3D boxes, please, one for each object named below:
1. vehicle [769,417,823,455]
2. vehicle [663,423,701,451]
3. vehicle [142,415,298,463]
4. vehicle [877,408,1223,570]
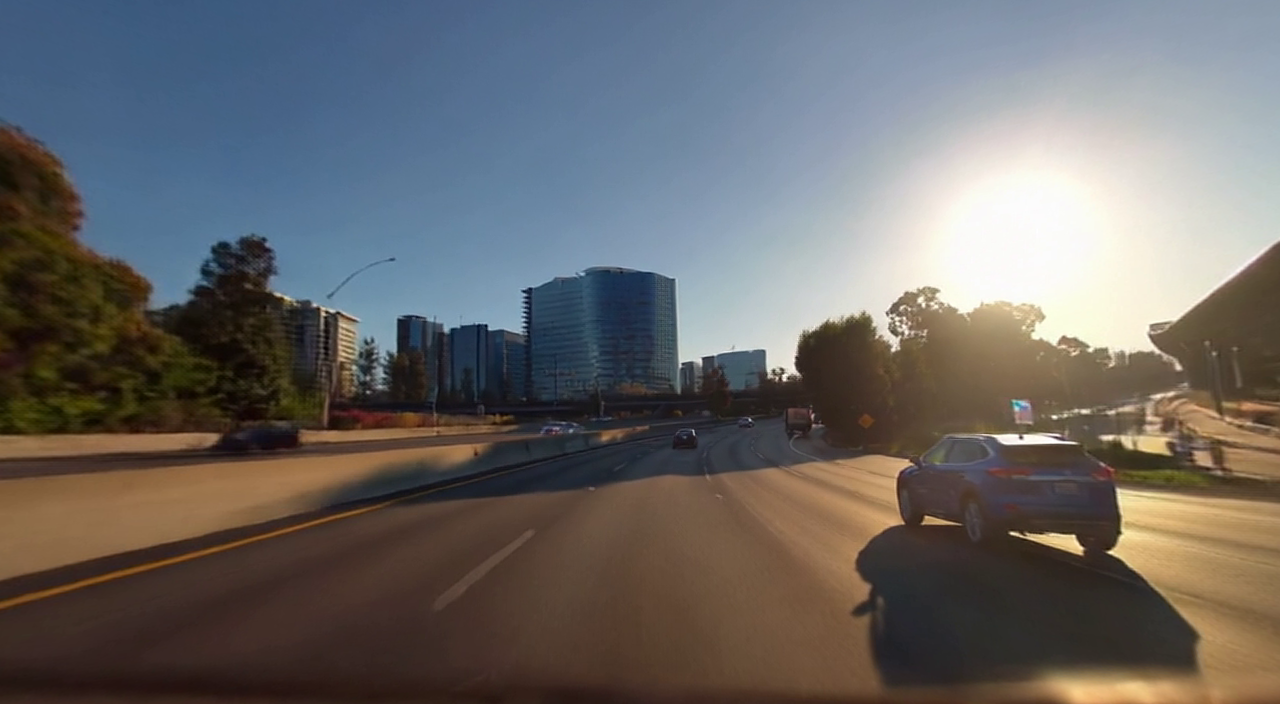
[{"bbox_3d":[9.725,5.372,40.028,2.526,2.230,6.190,-1,-8,7],"label":"vehicle"},{"bbox_3d":[2.879,5.790,42.661,2.181,1.768,4.383,-1,-9,9],"label":"vehicle"},{"bbox_3d":[-14.640,3.105,22.458,1.967,1.496,4.871,0,-8,4],"label":"vehicle"},{"bbox_3d":[5.080,1.739,8.799,2.097,1.659,4.320,0,-8,4],"label":"vehicle"}]
